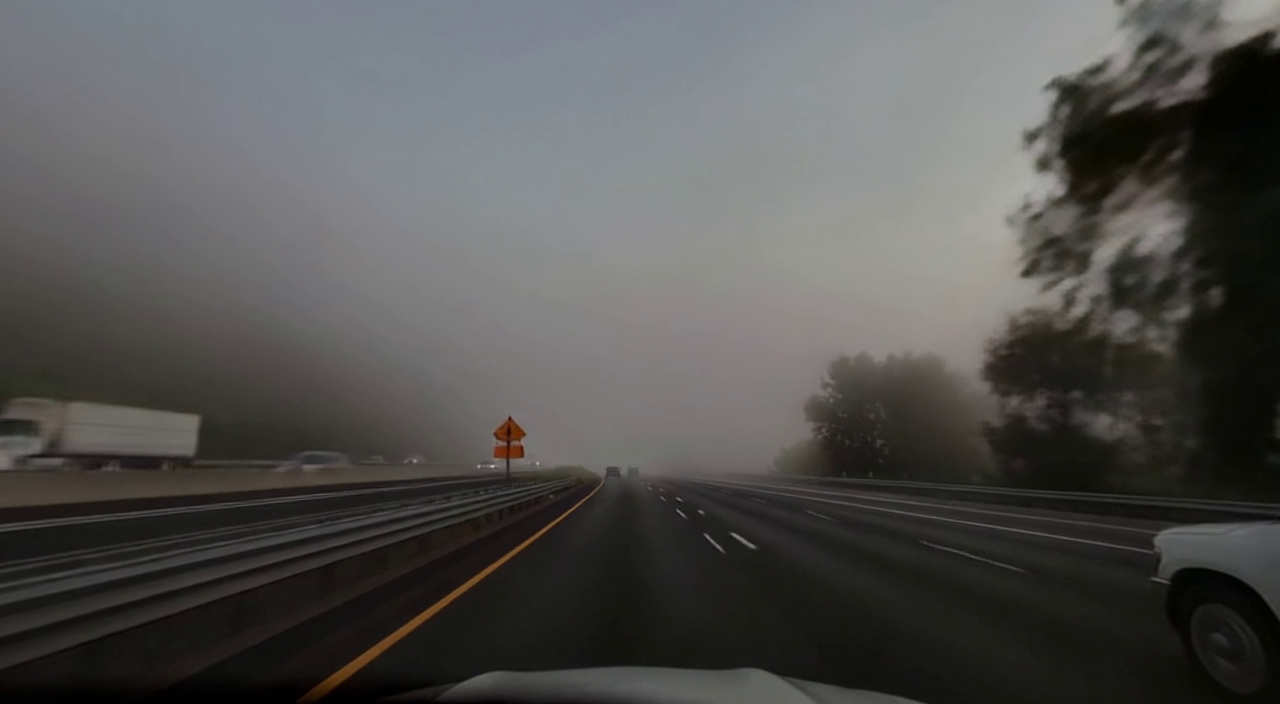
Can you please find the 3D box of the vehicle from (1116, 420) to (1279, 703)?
[{"bbox_3d":[4.050,0.852,1.639,1.965,1.502,4.599,1,-10,0],"label":"vehicle"}]

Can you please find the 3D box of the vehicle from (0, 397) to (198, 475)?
[{"bbox_3d":[-30.188,4.848,34.739,3.006,3.649,10.097,-1,-10,8],"label":"vehicle"}]

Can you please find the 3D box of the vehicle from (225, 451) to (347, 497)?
[{"bbox_3d":[-12.675,4.409,22.899,1.874,1.458,4.489,1,-10,-1],"label":"vehicle"}]
